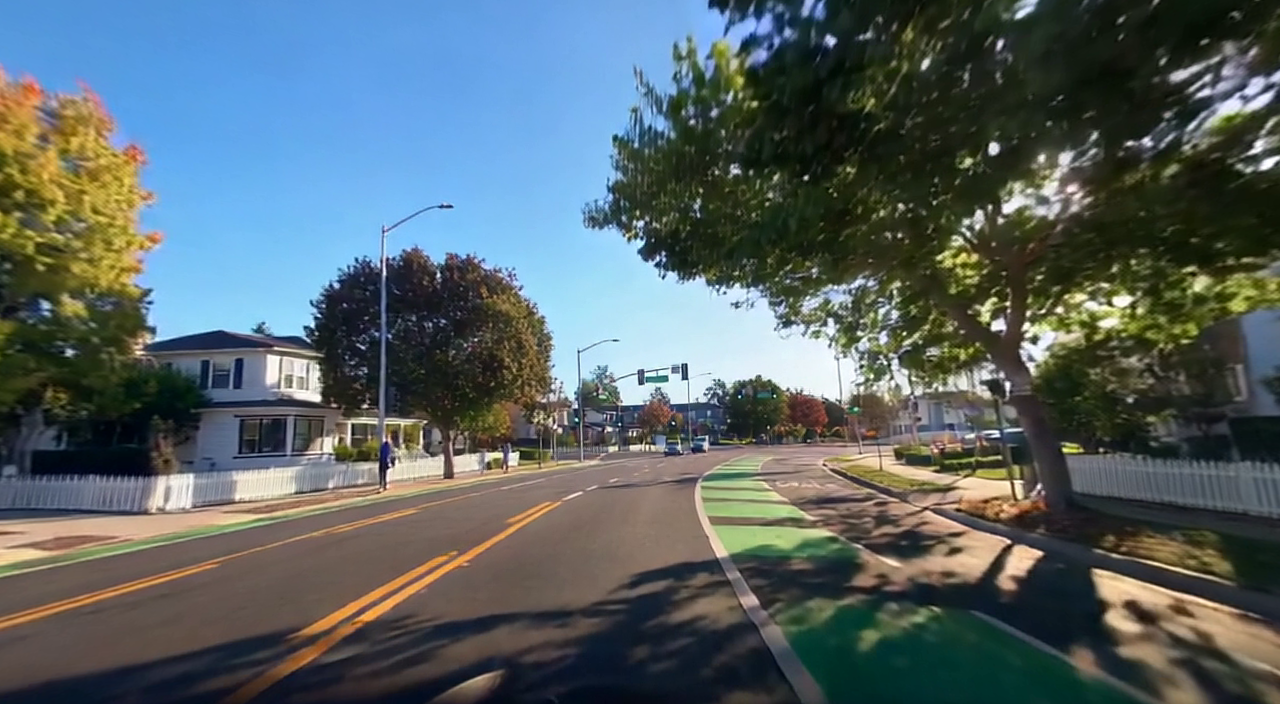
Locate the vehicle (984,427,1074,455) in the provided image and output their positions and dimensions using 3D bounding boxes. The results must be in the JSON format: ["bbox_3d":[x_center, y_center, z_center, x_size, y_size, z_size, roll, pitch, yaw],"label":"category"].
[{"bbox_3d":[23.711,5.448,38.655,1.972,1.477,5.340,-2,-7,-2],"label":"vehicle"}]

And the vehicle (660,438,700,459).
[{"bbox_3d":[3.029,7.062,46.175,1.904,1.489,4.746,-3,-9,16],"label":"vehicle"}]
